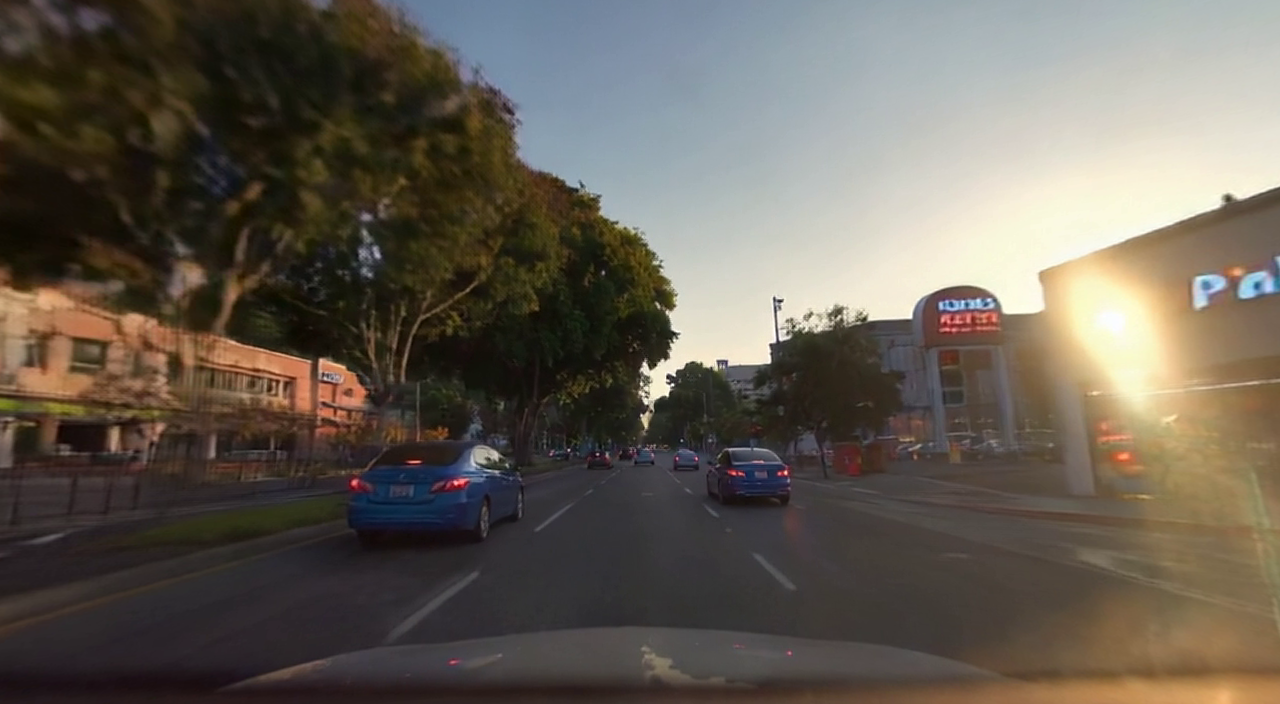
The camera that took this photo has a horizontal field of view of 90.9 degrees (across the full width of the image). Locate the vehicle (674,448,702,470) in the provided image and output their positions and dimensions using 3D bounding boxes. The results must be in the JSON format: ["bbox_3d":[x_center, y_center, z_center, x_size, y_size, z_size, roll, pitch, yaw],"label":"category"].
[{"bbox_3d":[3.639,8.216,48.503,1.931,1.552,4.125,0,-8,1],"label":"vehicle"}]

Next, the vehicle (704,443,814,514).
[{"bbox_3d":[2.810,3.066,15.831,1.946,1.513,4.133,0,-8,0],"label":"vehicle"}]

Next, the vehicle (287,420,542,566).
[{"bbox_3d":[-2.979,1.993,9.785,2.032,1.639,5.037,0,-8,1],"label":"vehicle"}]

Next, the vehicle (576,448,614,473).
[{"bbox_3d":[-2.840,6.952,40.572,2.040,1.471,4.211,-1,-8,2],"label":"vehicle"}]
